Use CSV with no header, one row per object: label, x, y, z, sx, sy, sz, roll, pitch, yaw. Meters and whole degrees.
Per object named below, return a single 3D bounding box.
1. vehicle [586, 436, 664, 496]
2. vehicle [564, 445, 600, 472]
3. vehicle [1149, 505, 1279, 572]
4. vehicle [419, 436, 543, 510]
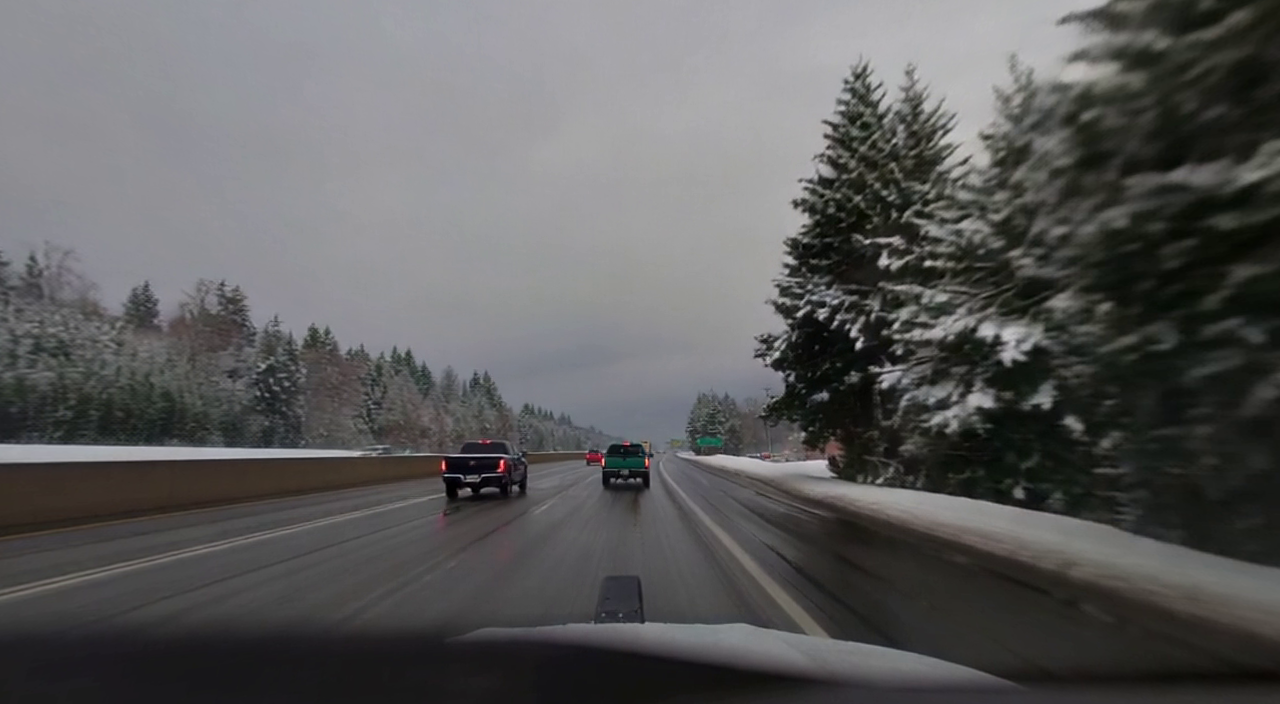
vehicle,-0.418,3.687,20.836,2.293,1.753,4.380,0,-8,1
vehicle,-4.042,7.518,44.683,1.991,1.776,4.333,0,-8,2
vehicle,20.252,6.311,21.782,1.956,1.594,4.425,-1,-8,5
vehicle,-4.129,3.221,17.429,2.038,1.704,5.181,0,-8,0
